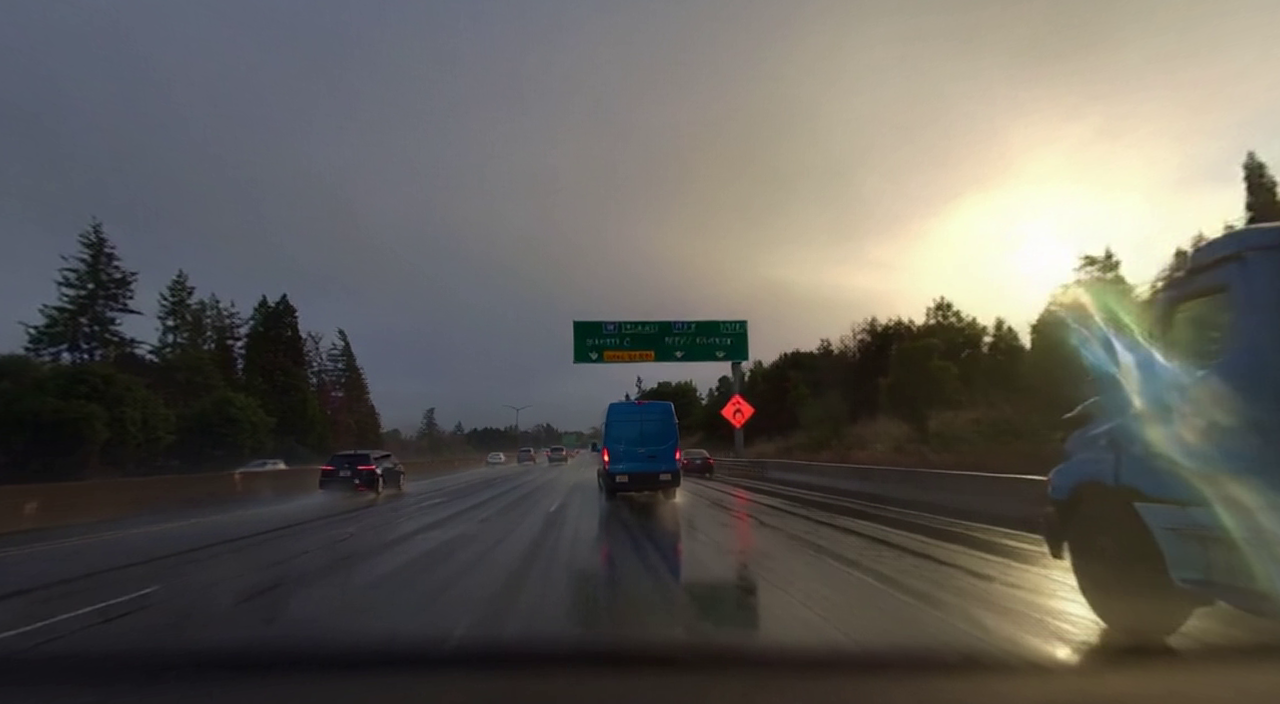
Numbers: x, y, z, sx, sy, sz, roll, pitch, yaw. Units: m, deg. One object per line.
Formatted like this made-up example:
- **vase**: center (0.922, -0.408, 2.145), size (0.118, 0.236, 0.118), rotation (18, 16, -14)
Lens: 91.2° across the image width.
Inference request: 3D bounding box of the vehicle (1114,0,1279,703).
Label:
- **vehicle**: center (4.672, -0.337, 0.811), size (2.959, 3.648, 6.040), rotation (0, -9, -3)

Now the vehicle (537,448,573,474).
- **vehicle**: center (-5.344, 6.873, 39.799), size (2.002, 1.536, 4.021), rotation (0, -9, -5)

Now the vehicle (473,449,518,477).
- **vehicle**: center (-8.407, 6.453, 36.792), size (2.026, 1.506, 4.102), rotation (0, -9, -5)

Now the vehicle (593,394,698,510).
- **vehicle**: center (-0.072, 2.605, 16.559), size (2.268, 2.551, 5.144), rotation (0, -9, -5)

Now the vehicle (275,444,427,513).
- **vehicle**: center (-7.162, 3.150, 16.147), size (2.003, 1.498, 4.386), rotation (0, -9, -3)
